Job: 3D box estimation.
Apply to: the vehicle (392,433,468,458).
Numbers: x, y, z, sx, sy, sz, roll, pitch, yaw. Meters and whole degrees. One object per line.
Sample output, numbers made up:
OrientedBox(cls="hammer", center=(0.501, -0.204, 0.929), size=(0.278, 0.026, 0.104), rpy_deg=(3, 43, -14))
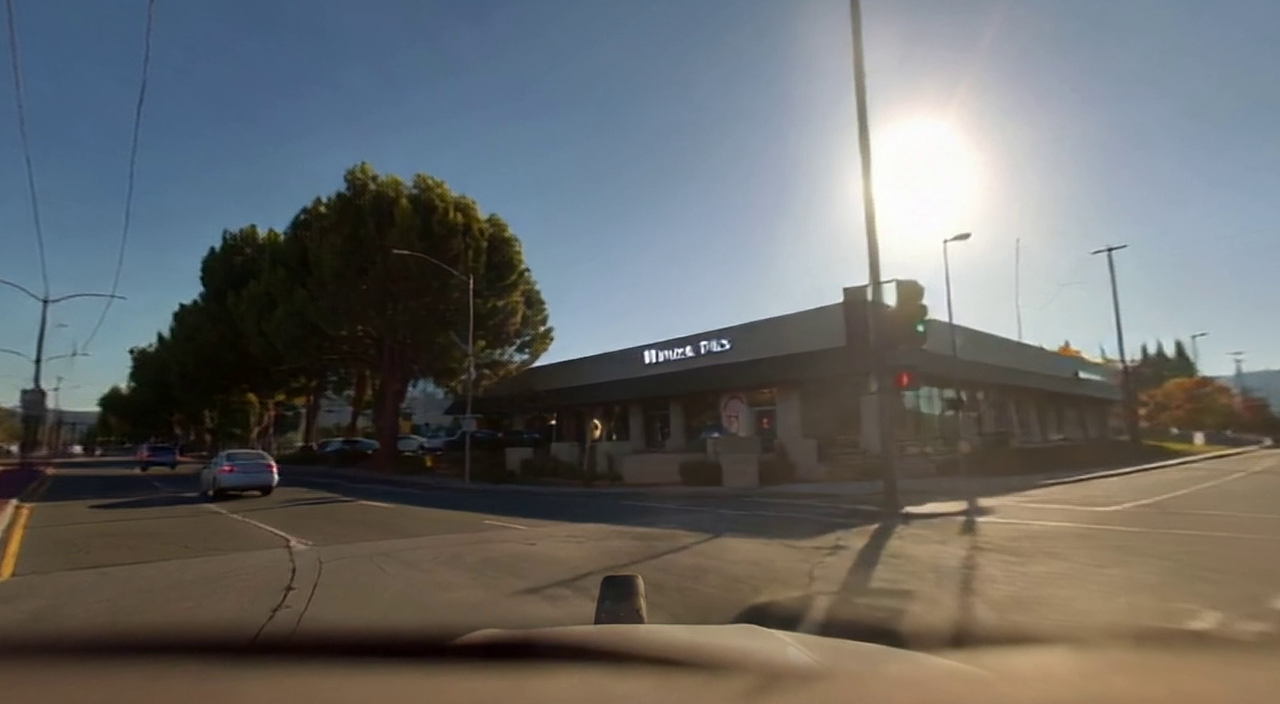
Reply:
OrientedBox(cls="vehicle", center=(-15.659, 7.005, 47.233), size=(2.189, 1.737, 4.851), rpy_deg=(-8, -12, 44))

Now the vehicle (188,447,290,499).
OrientedBox(cls="vehicle", center=(-14.622, 4.307, 22.947), size=(2.197, 1.642, 4.312), rpy_deg=(8, -11, -43))
